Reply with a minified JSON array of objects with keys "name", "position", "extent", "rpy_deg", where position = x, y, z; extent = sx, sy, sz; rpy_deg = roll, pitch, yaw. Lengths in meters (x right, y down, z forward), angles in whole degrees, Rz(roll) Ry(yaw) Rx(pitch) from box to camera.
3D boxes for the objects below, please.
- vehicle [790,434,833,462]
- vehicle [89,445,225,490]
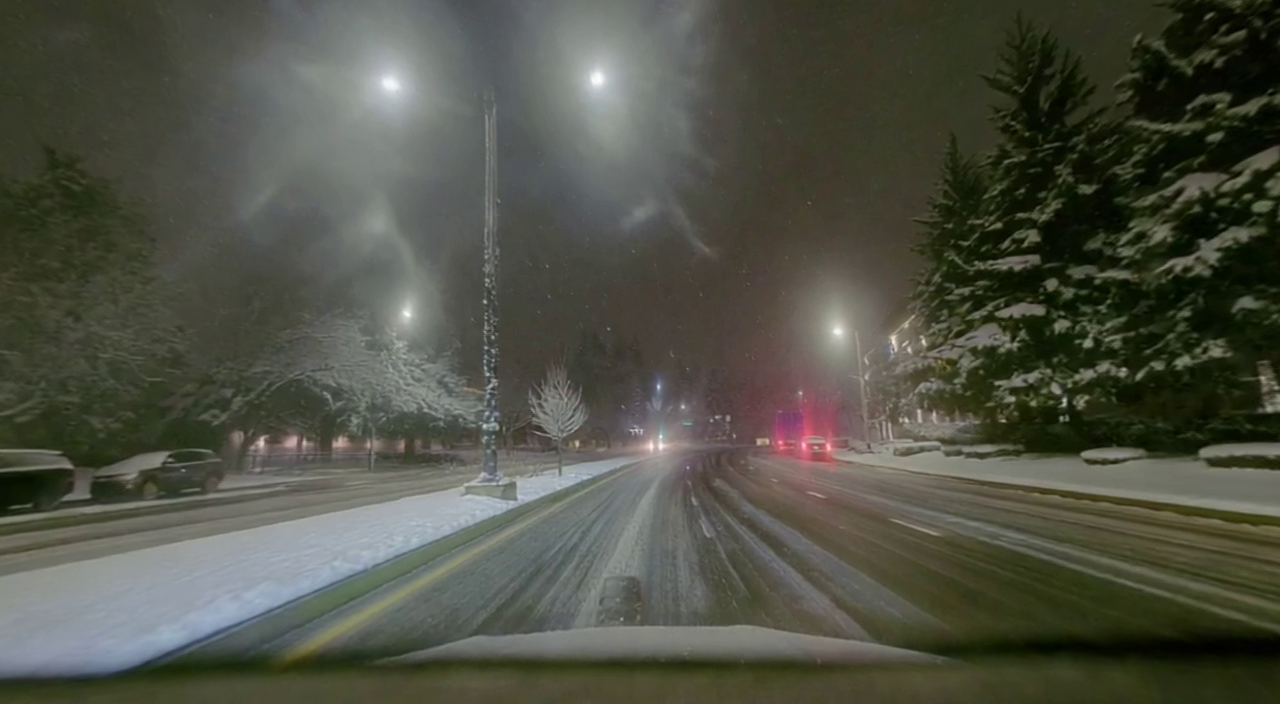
[{"name":"vehicle","position":[12.789,7.199,47.543],"extent":[2.200,1.944,5.935],"rpy_deg":[-1,-8,6]},{"name":"vehicle","position":[-18.819,4.538,24.929],"extent":[1.891,1.510,4.266],"rpy_deg":[-3,-10,2]}]
